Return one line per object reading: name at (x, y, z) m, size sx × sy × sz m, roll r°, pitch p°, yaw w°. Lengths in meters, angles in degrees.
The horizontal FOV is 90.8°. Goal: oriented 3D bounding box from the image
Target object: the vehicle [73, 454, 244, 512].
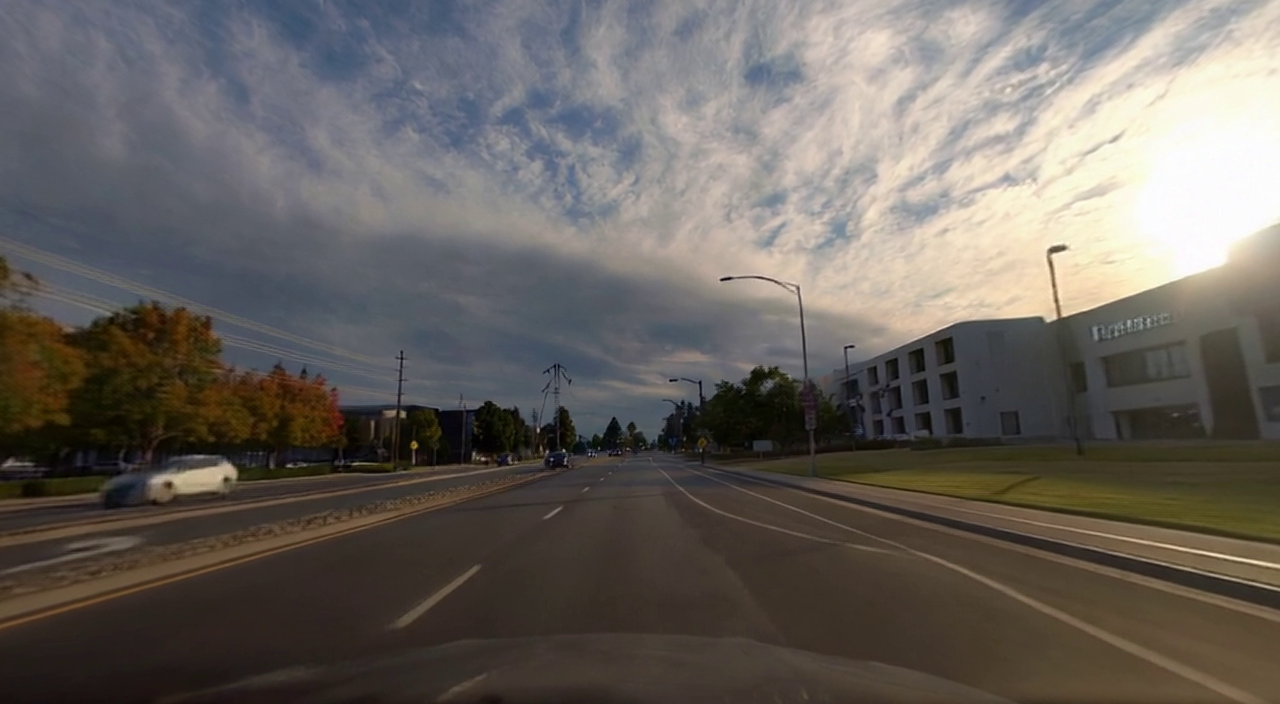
vehicle at (-16.098, 4.346, 21.539) m, size 2.131 × 1.679 × 4.554 m, roll -1°, pitch -9°, yaw 2°
